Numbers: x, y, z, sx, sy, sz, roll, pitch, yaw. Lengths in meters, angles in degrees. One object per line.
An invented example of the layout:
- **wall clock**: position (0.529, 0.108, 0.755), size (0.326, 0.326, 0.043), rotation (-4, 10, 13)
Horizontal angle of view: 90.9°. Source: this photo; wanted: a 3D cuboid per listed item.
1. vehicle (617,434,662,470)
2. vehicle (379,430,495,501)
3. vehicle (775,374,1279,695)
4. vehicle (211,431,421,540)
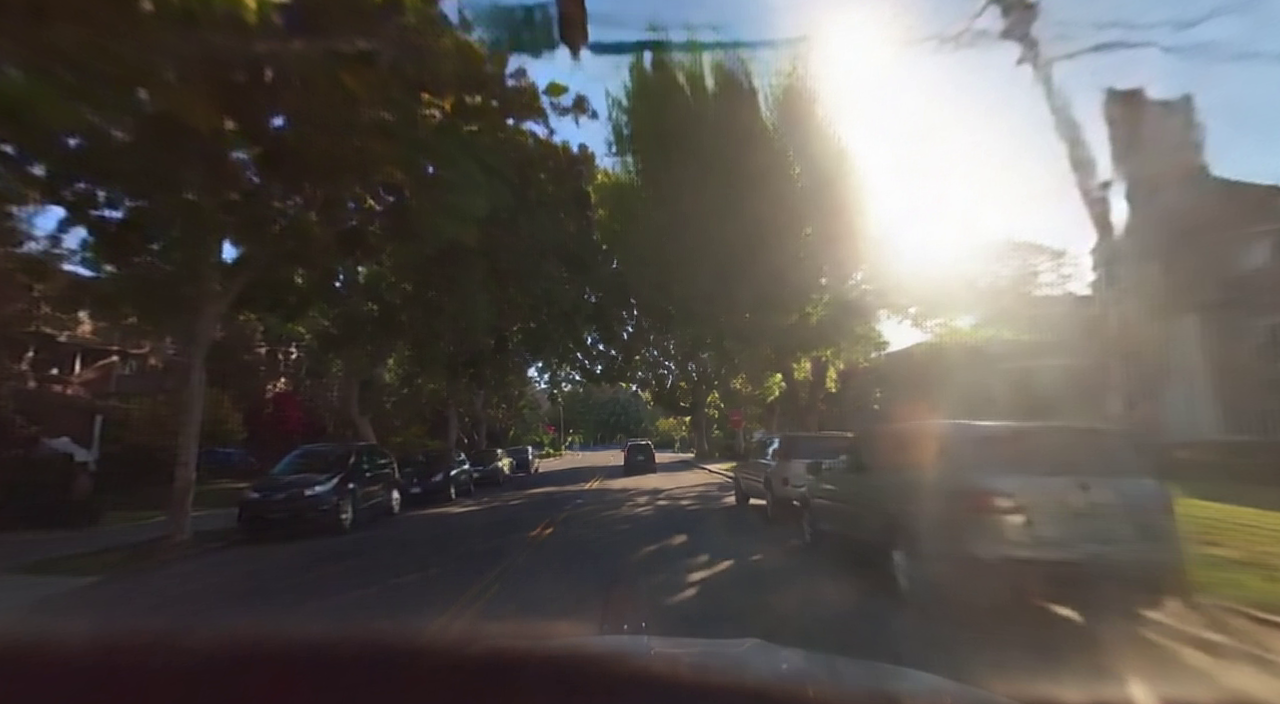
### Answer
- **vehicle**: position (-0.036, 5.175, 32.872), size (2.172, 1.722, 4.201), rotation (0, -8, 0)
- **vehicle**: position (-5.763, 3.242, 18.479), size (1.899, 1.615, 4.624), rotation (-6, -8, -2)
- **vehicle**: position (2.884, 1.362, 6.017), size (1.970, 1.801, 4.721), rotation (0, -8, -2)
- **vehicle**: position (-5.825, 2.394, 12.066), size (1.955, 1.659, 4.324), rotation (1, -8, -4)
